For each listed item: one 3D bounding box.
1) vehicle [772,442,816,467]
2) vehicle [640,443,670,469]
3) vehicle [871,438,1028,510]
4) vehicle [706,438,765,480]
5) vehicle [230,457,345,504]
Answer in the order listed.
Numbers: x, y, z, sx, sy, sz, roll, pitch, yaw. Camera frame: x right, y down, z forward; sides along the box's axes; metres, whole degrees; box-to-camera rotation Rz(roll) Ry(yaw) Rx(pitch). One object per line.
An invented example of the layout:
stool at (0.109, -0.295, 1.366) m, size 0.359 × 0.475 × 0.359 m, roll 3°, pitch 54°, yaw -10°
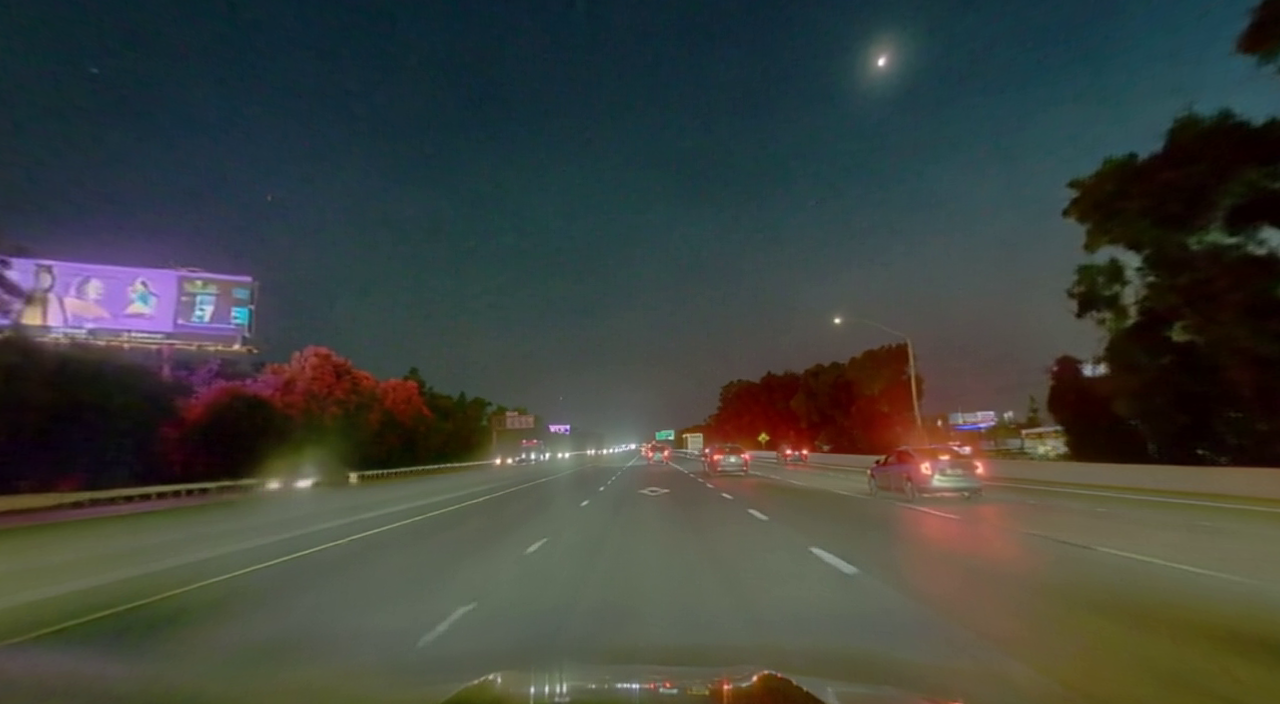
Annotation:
vehicle at (11.519, 7.663, 47.465) m, size 2.028 × 1.801 × 4.503 m, roll 0°, pitch -8°, yaw -1°
vehicle at (1.043, 7.731, 47.233) m, size 2.145 × 1.832 × 4.004 m, roll 0°, pitch -8°, yaw 0°
vehicle at (7.615, 3.005, 16.103) m, size 1.807 × 1.558 × 4.352 m, roll 0°, pitch -8°, yaw 0°
vehicle at (4.526, 5.149, 30.639) m, size 2.075 × 1.845 × 4.667 m, roll 0°, pitch -8°, yaw -1°
vehicle at (-13.903, 5.058, 25.256) m, size 1.890 × 1.559 × 4.509 m, roll -1°, pitch -8°, yaw 2°
